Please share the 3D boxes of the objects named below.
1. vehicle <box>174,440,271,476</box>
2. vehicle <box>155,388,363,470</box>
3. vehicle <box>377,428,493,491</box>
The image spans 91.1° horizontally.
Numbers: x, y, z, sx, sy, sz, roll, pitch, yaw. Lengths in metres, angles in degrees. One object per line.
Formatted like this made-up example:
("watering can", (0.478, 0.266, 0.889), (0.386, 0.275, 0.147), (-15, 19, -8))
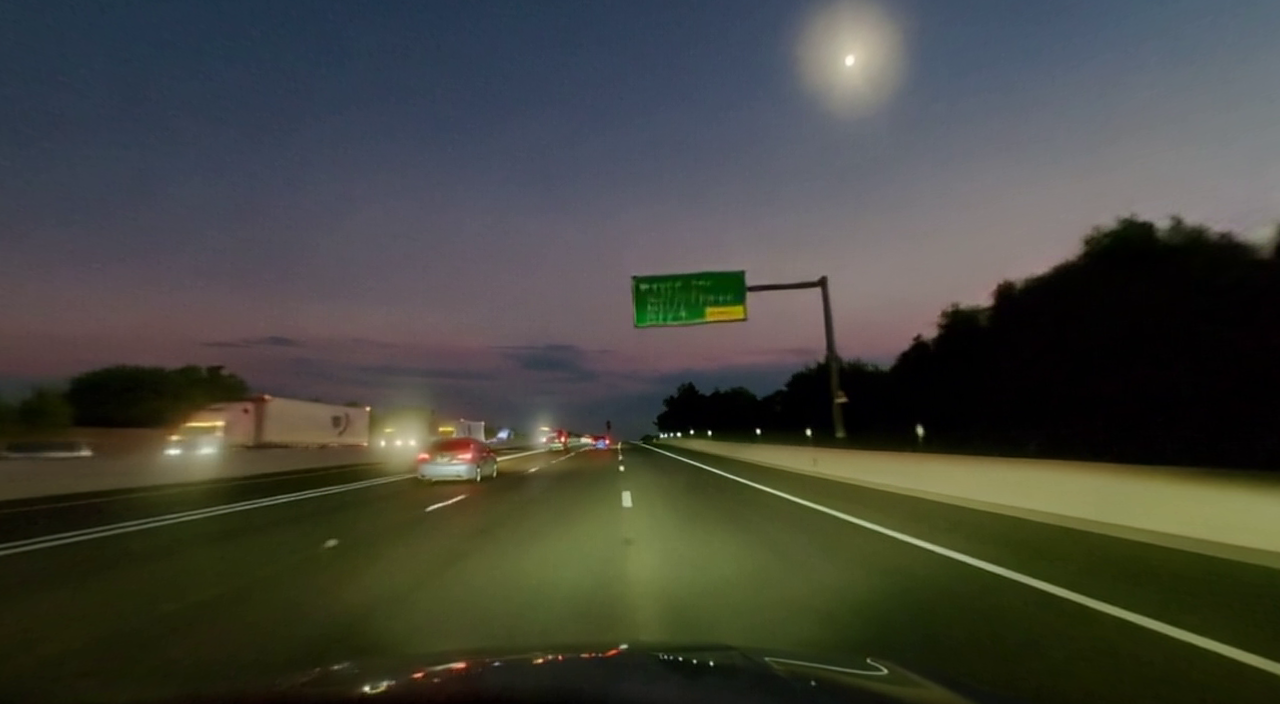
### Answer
("vehicle", (-18.519, 4.698, 28.118), (1.790, 1.460, 3.806), (0, -8, -1))
("vehicle", (-22.477, 4.956, 39.463), (3.348, 3.923, 16.919), (-1, -8, -3))
("vehicle", (-5.623, 2.978, 17.826), (1.953, 1.550, 4.167), (0, -8, -1))
